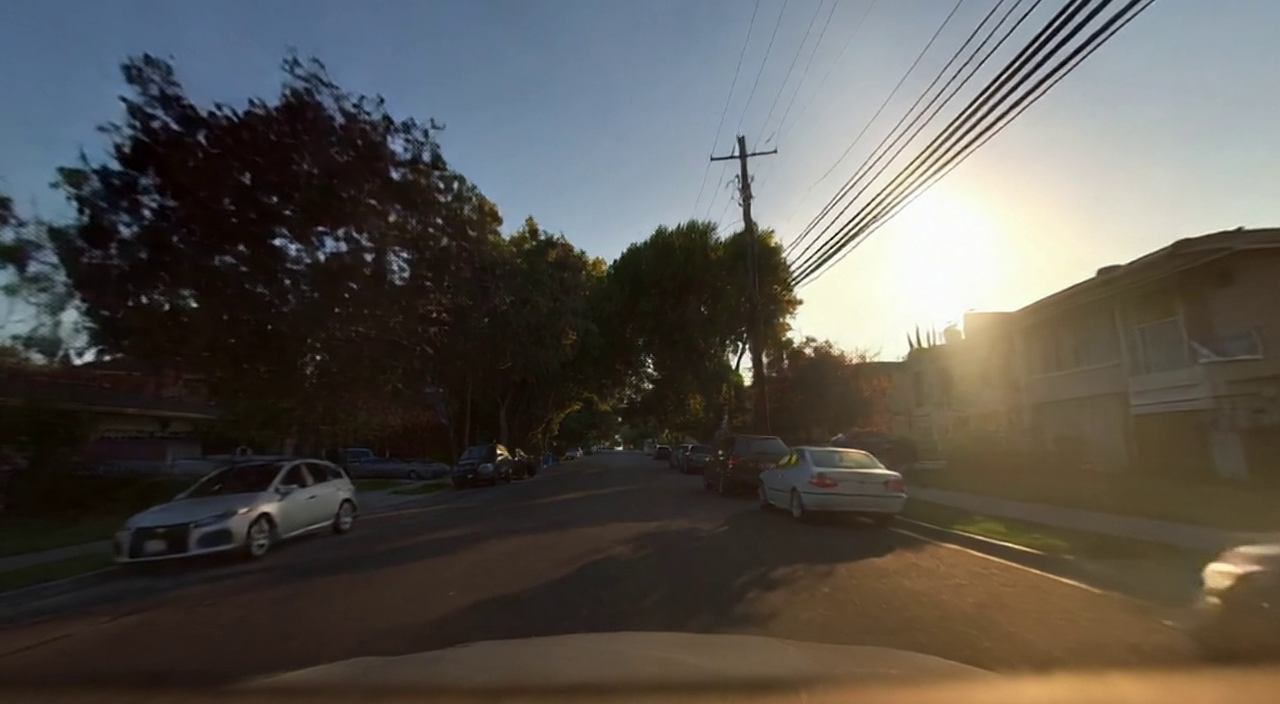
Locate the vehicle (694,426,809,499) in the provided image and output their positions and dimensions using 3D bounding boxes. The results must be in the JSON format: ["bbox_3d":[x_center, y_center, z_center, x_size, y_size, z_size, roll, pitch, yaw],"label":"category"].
[{"bbox_3d":[3.023,3.169,18.574,2.122,1.809,5.421,0,-8,-3],"label":"vehicle"}]

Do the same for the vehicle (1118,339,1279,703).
[{"bbox_3d":[3.521,0.573,0.699,2.247,1.618,4.655,2,-8,-2],"label":"vehicle"}]

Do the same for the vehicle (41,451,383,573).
[{"bbox_3d":[-6.279,2.354,10.240,2.199,1.439,4.757,-1,-9,0],"label":"vehicle"}]

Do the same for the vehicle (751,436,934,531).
[{"bbox_3d":[3.561,2.386,12.148,1.848,1.436,4.582,0,-8,-2],"label":"vehicle"}]

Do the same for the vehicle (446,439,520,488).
[{"bbox_3d":[-6.632,4.758,27.117,2.118,1.753,4.377,-4,-9,-2],"label":"vehicle"}]

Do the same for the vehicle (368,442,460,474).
[{"bbox_3d":[-13.606,6.373,38.209,4.729,1.831,2.174,0,-9,-1],"label":"vehicle"}]
